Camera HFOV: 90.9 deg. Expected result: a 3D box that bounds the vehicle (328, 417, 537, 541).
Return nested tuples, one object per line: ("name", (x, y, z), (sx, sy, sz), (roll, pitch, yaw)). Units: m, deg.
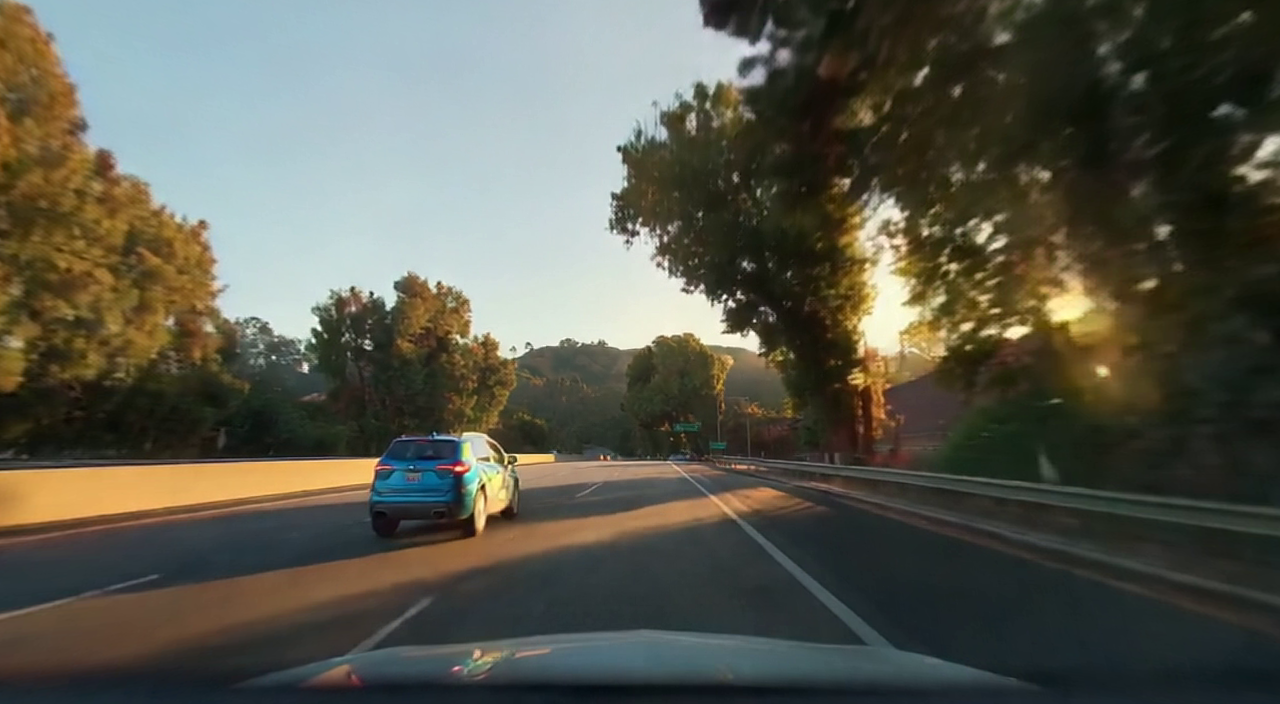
("vehicle", (-3.441, 2.215, 11.687), (2.183, 1.803, 4.685), (0, -8, 1))
